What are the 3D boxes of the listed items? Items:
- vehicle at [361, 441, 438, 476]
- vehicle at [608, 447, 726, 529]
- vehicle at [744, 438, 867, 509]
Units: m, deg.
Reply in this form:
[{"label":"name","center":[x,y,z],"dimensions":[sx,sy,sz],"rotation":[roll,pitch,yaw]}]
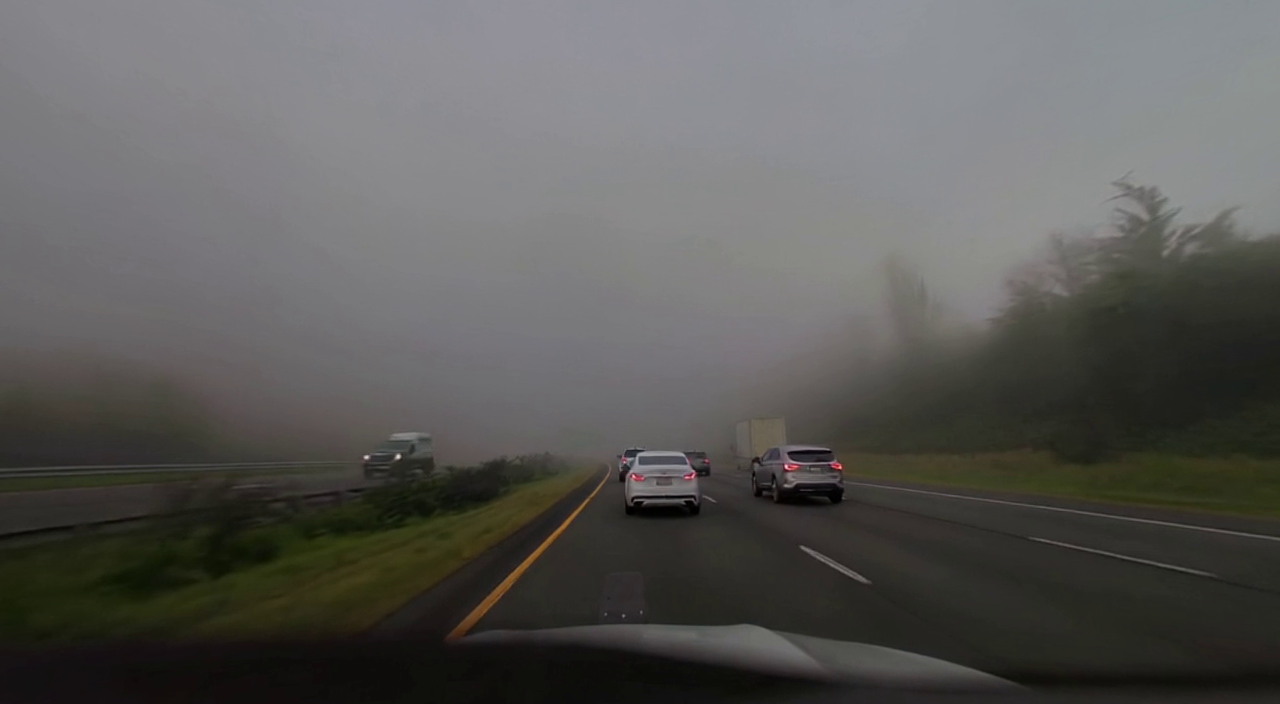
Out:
[{"label":"vehicle","center":[-12.361,5.507,32.776],"dimensions":[2.039,1.666,5.002],"rotation":[0,-9,-1]},{"label":"vehicle","center":[0.429,2.711,13.104],"dimensions":[2.094,1.426,3.725],"rotation":[0,-9,-1]},{"label":"vehicle","center":[4.319,3.242,17.329],"dimensions":[1.998,1.657,4.604],"rotation":[0,-9,-2]}]
